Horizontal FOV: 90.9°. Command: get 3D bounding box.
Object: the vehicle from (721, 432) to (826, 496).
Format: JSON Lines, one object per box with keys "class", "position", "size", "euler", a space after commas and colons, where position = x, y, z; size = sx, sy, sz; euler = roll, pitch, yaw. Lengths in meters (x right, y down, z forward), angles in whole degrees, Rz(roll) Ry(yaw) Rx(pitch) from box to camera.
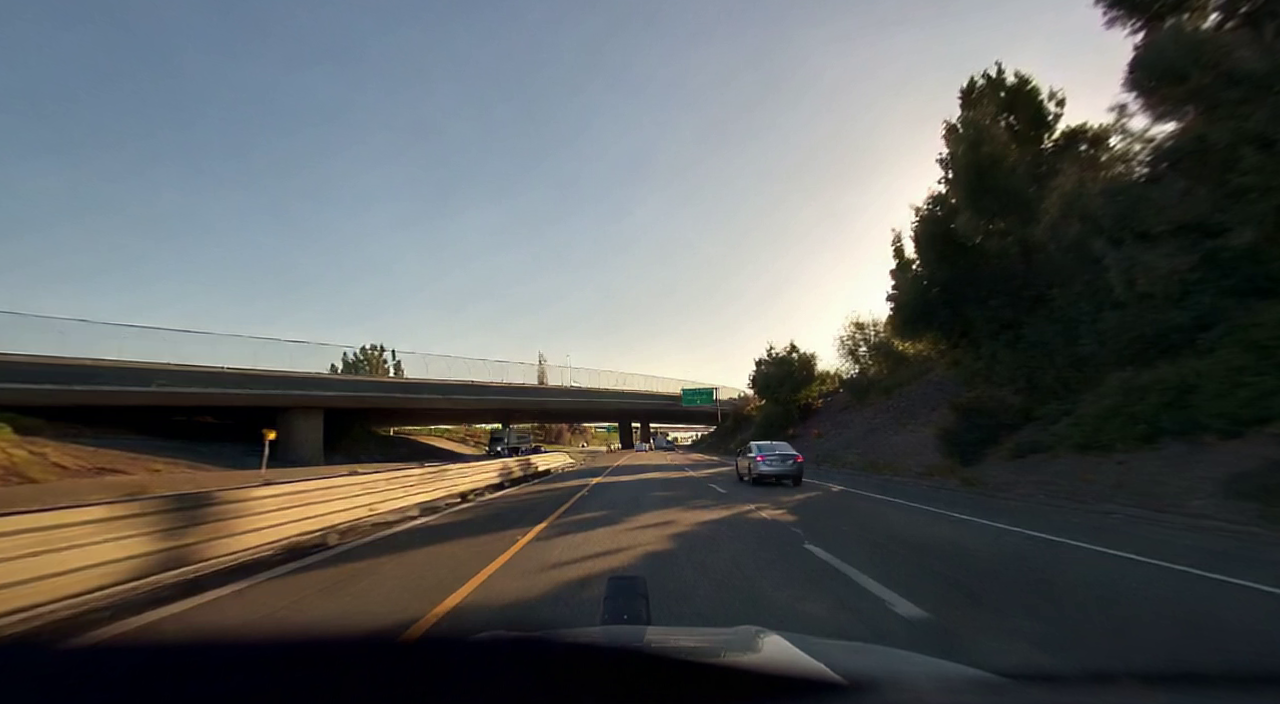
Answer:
{"class": "vehicle", "position": [3.519, 3.036, 17.440], "size": [1.997, 1.515, 4.025], "euler": [0, -8, 0]}
